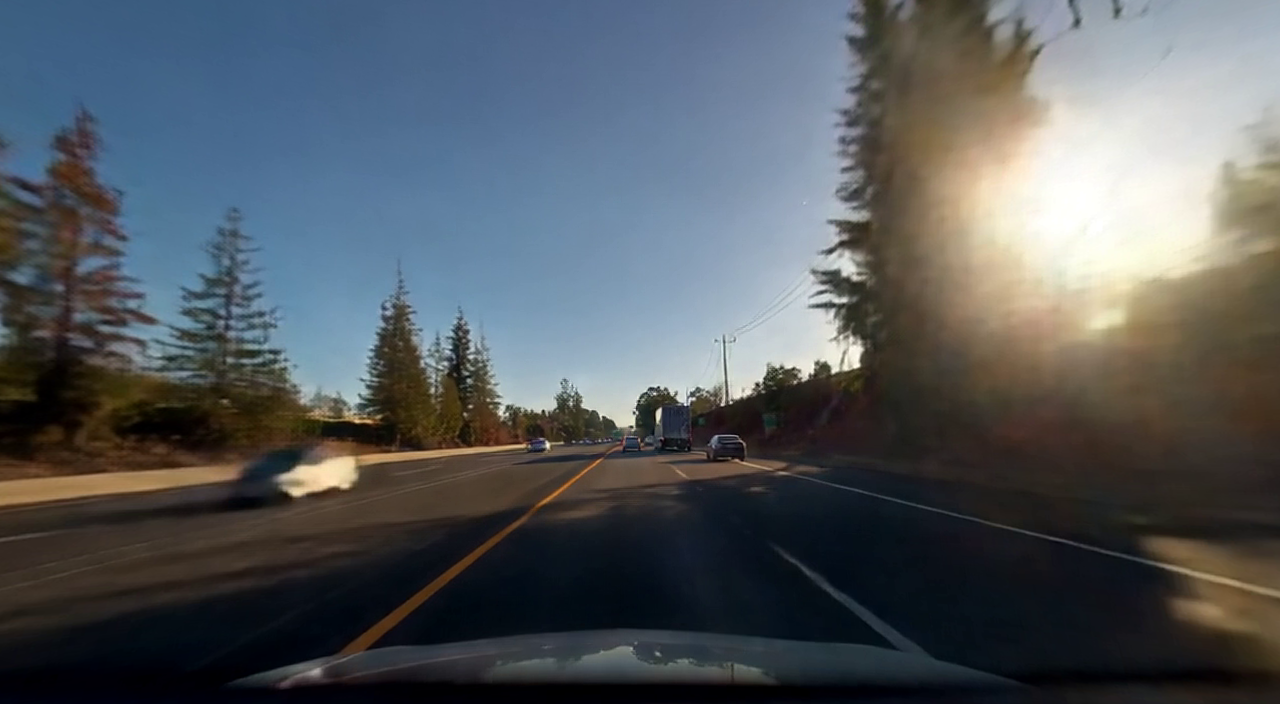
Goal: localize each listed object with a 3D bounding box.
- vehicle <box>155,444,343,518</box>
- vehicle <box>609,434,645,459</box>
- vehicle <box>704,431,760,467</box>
[{"bbox_3d":[-9.151,2.990,15.302,1.820,1.451,4.375,0,-8,-1],"label":"vehicle"},{"bbox_3d":[-0.842,6.004,40.201,2.163,1.466,3.693,0,-8,-1],"label":"vehicle"},{"bbox_3d":[4.256,4.557,29.832,1.930,1.573,3.853,0,-8,-2],"label":"vehicle"}]
